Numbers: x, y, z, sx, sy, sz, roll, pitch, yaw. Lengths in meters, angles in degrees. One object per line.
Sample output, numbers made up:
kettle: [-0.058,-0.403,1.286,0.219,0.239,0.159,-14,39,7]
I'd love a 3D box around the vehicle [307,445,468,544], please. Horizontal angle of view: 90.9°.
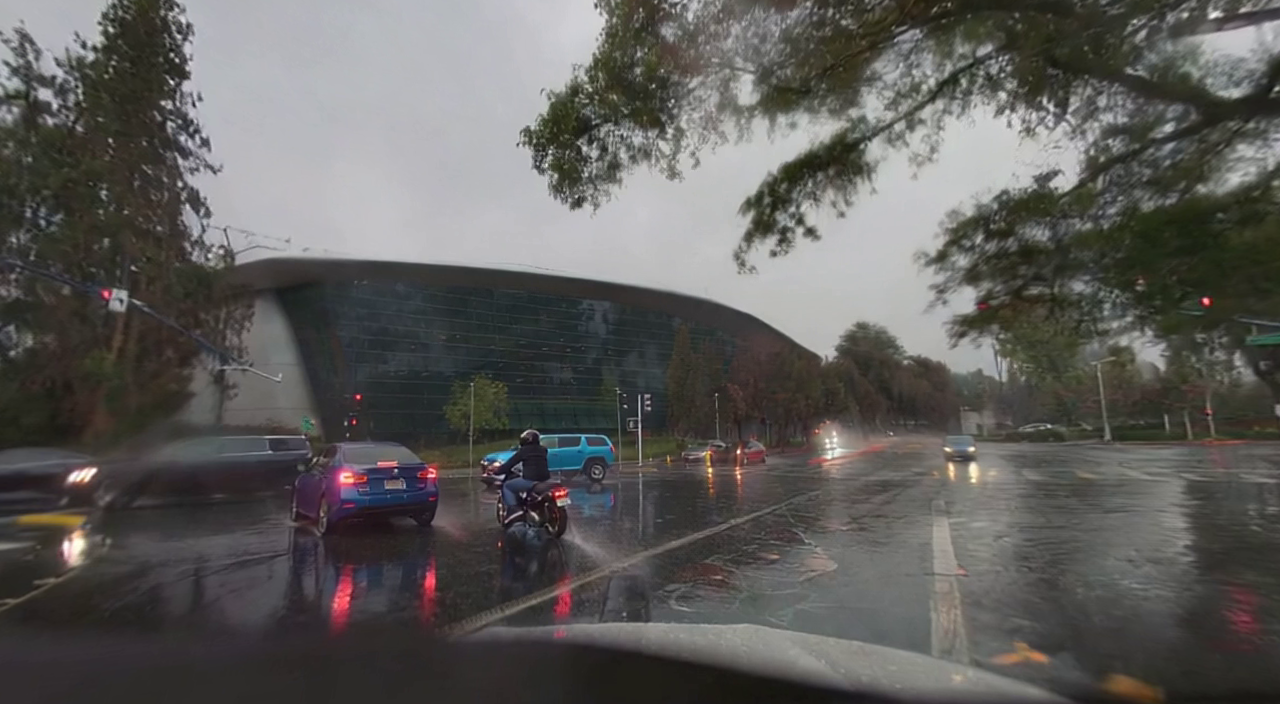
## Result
vehicle: [-4.890,2.494,11.844,2.009,1.450,4.182,5,-10,-32]

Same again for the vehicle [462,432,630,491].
vehicle: [-3.477,4.048,23.895,5.833,1.960,2.341,5,-10,-32]

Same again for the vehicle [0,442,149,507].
vehicle: [-17.189,3.485,18.208,4.380,1.727,2.052,-1,-8,4]

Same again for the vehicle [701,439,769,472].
vehicle: [5.242,5.586,34.338,2.084,1.656,4.583,-5,-9,30]

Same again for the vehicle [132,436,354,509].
vehicle: [-10.518,3.199,17.046,4.583,1.755,1.936,0,-8,-5]
